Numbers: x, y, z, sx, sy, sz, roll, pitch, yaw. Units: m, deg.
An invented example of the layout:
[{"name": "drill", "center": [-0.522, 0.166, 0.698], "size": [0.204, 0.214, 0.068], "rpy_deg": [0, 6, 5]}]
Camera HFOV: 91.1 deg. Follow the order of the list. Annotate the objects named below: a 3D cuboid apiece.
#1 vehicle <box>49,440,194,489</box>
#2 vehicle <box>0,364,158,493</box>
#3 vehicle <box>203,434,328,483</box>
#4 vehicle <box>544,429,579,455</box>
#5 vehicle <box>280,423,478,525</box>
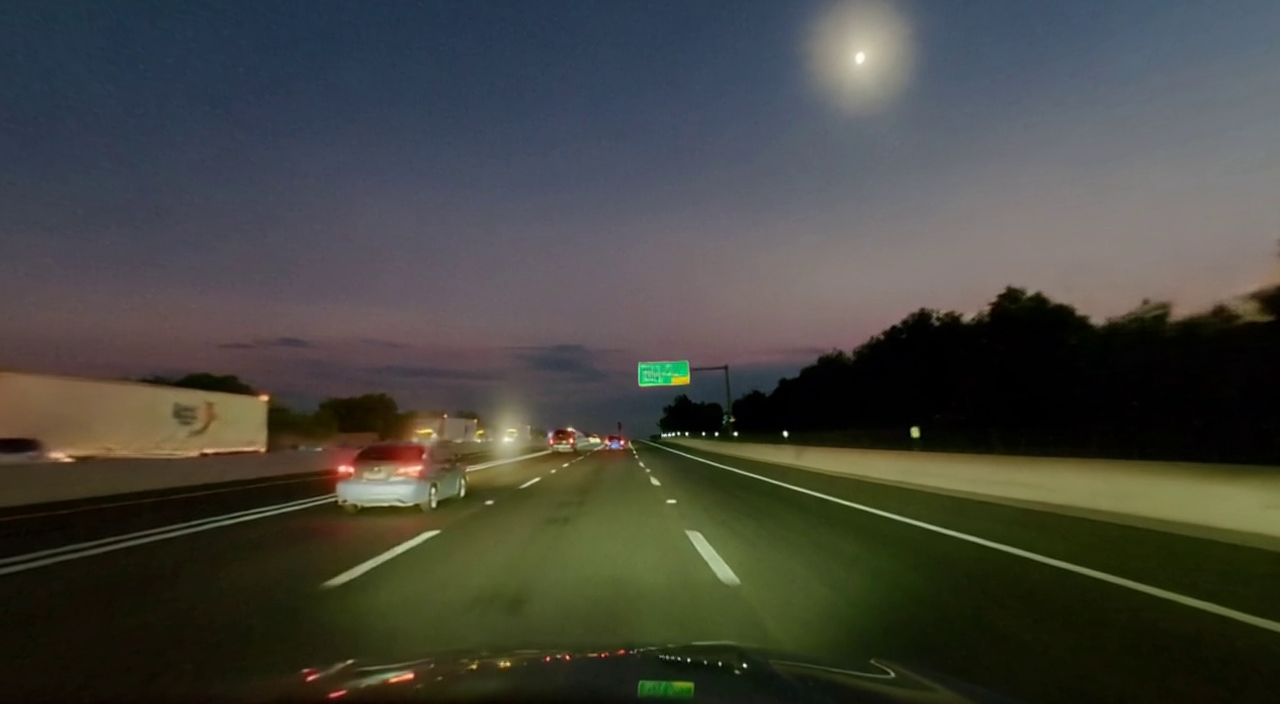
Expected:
[{"name": "vehicle", "center": [-17.025, 3.666, 20.881], "size": [1.788, 1.466, 3.581], "rpy_deg": [0, -8, -2]}, {"name": "vehicle", "center": [-21.010, 2.422, 19.786], "size": [3.279, 3.865, 10.932], "rpy_deg": [0, -8, -2]}, {"name": "vehicle", "center": [-12.417, 3.513, 21.162], "size": [1.947, 1.471, 3.746], "rpy_deg": [0, -8, -1]}, {"name": "vehicle", "center": [-5.982, 6.912, 48.533], "size": [2.115, 1.887, 4.721], "rpy_deg": [0, -8, -1]}, {"name": "vehicle", "center": [-4.535, 2.152, 11.751], "size": [1.953, 1.550, 4.167], "rpy_deg": [0, -8, -1]}]
